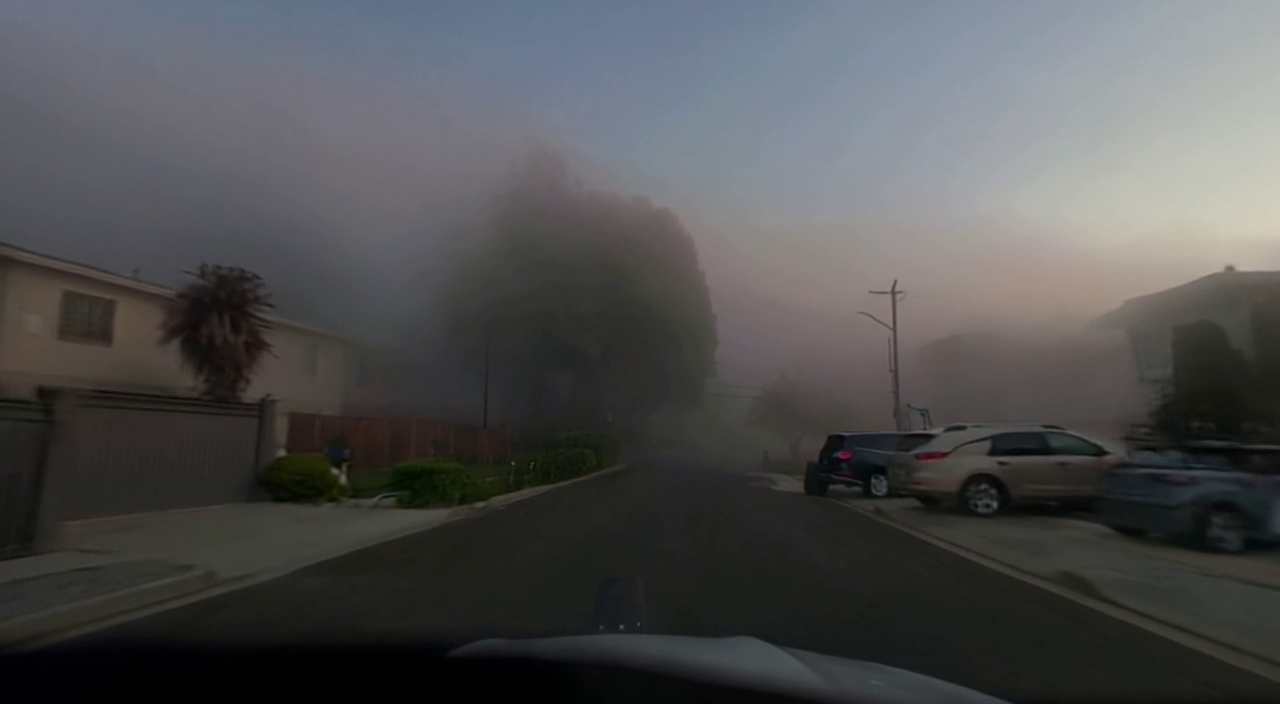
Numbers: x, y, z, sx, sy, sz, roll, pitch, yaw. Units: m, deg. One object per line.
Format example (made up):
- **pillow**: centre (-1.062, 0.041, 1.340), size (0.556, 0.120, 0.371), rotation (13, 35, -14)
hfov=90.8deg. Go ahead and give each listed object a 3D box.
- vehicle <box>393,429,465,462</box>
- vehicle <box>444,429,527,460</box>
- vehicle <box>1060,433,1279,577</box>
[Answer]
- **vehicle**: centre (-12.075, 5.370, 36.491), size (1.869, 1.646, 4.357), rotation (3, -7, 11)
- **vehicle**: centre (-10.726, 6.409, 44.012), size (5.127, 1.796, 2.045), rotation (3, -7, 5)
- **vehicle**: centre (7.902, 1.930, 8.296), size (3.938, 1.473, 1.881), rotation (5, -7, -17)
